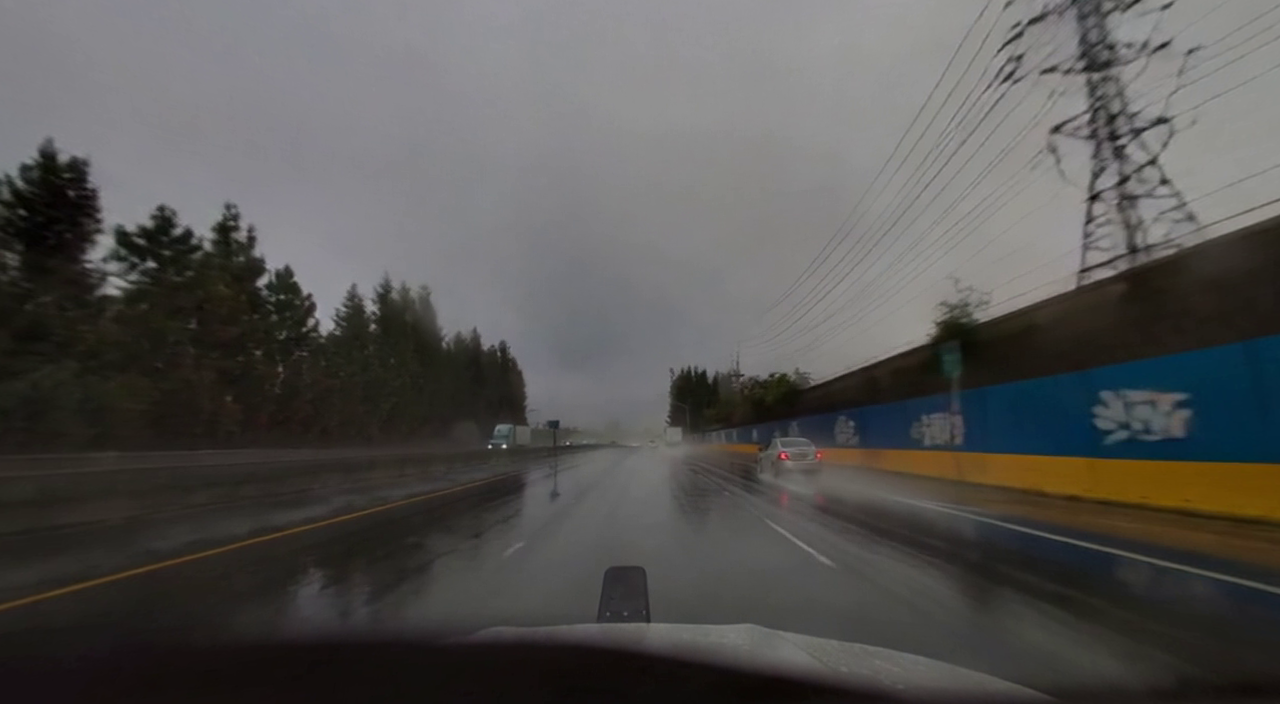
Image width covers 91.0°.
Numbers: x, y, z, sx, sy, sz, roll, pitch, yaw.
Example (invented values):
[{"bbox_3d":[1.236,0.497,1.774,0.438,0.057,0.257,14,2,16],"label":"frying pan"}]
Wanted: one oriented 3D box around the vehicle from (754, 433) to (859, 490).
[{"bbox_3d":[4.741,3.162,18.539,1.991,1.494,3.951,0,-8,0],"label":"vehicle"}]
